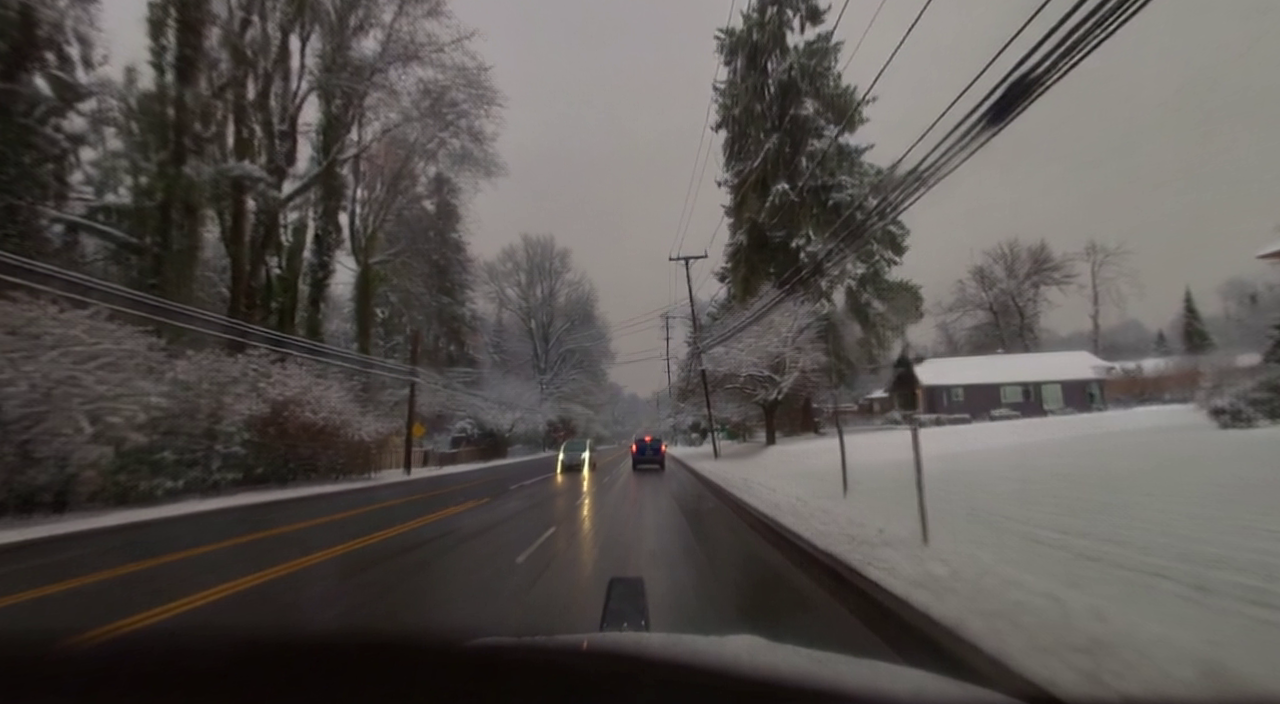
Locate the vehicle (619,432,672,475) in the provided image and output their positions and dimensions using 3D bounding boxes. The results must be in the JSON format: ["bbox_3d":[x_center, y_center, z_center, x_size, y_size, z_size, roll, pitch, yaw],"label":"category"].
[{"bbox_3d":[0.224,4.389,27.335,2.120,1.718,3.909,0,-9,0],"label":"vehicle"}]

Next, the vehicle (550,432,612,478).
[{"bbox_3d":[-2.426,4.403,27.043,2.157,1.765,4.303,-1,-9,2],"label":"vehicle"}]
